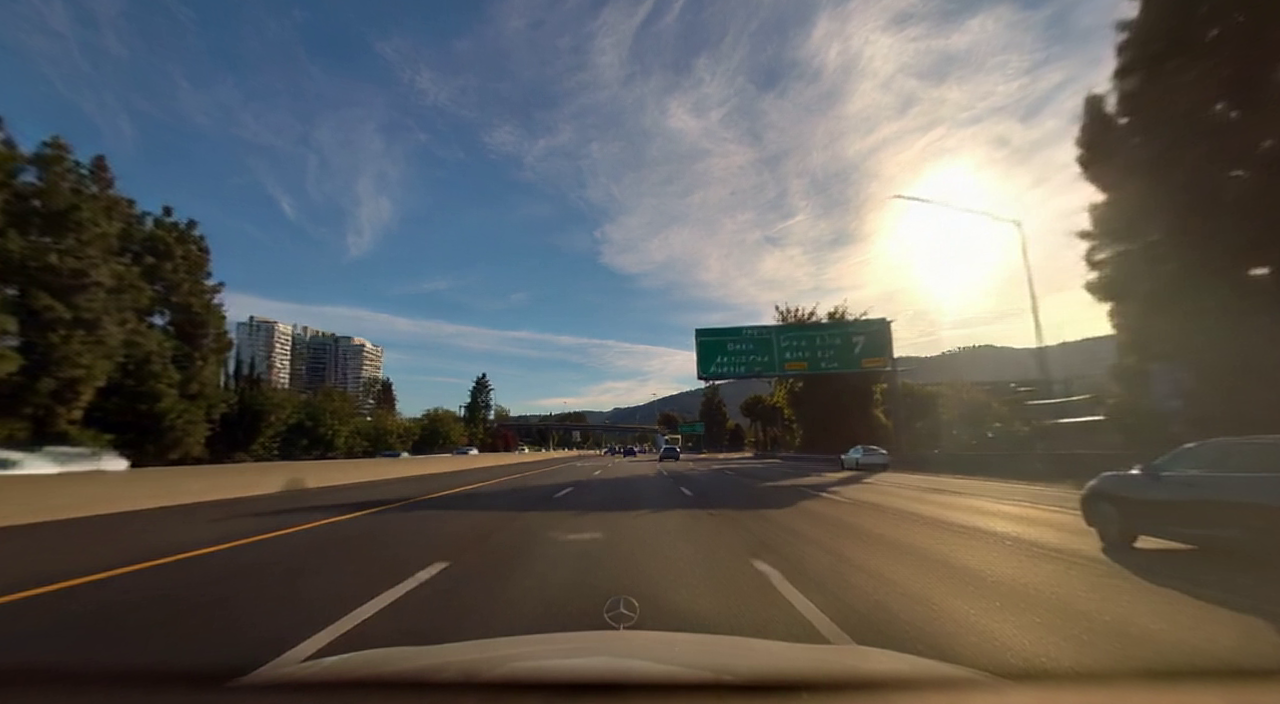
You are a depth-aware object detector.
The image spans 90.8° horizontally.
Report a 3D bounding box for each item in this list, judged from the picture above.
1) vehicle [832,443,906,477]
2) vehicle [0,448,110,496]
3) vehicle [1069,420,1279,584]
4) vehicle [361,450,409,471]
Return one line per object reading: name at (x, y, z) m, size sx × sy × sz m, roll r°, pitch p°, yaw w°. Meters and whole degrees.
vehicle at (10.811, 5.119, 30.187) m, size 1.878 × 1.509 × 4.327 m, roll 0°, pitch -9°, yaw 0°
vehicle at (-23.349, 4.505, 24.084) m, size 1.864 × 1.680 × 5.079 m, roll 0°, pitch -9°, yaw 0°
vehicle at (6.853, 1.439, 6.206) m, size 1.861 × 1.500 × 4.860 m, roll 0°, pitch -9°, yaw 0°
vehicle at (-19.418, 8.278, 48.247) m, size 1.832 × 1.484 × 4.366 m, roll 0°, pitch -9°, yaw 0°
